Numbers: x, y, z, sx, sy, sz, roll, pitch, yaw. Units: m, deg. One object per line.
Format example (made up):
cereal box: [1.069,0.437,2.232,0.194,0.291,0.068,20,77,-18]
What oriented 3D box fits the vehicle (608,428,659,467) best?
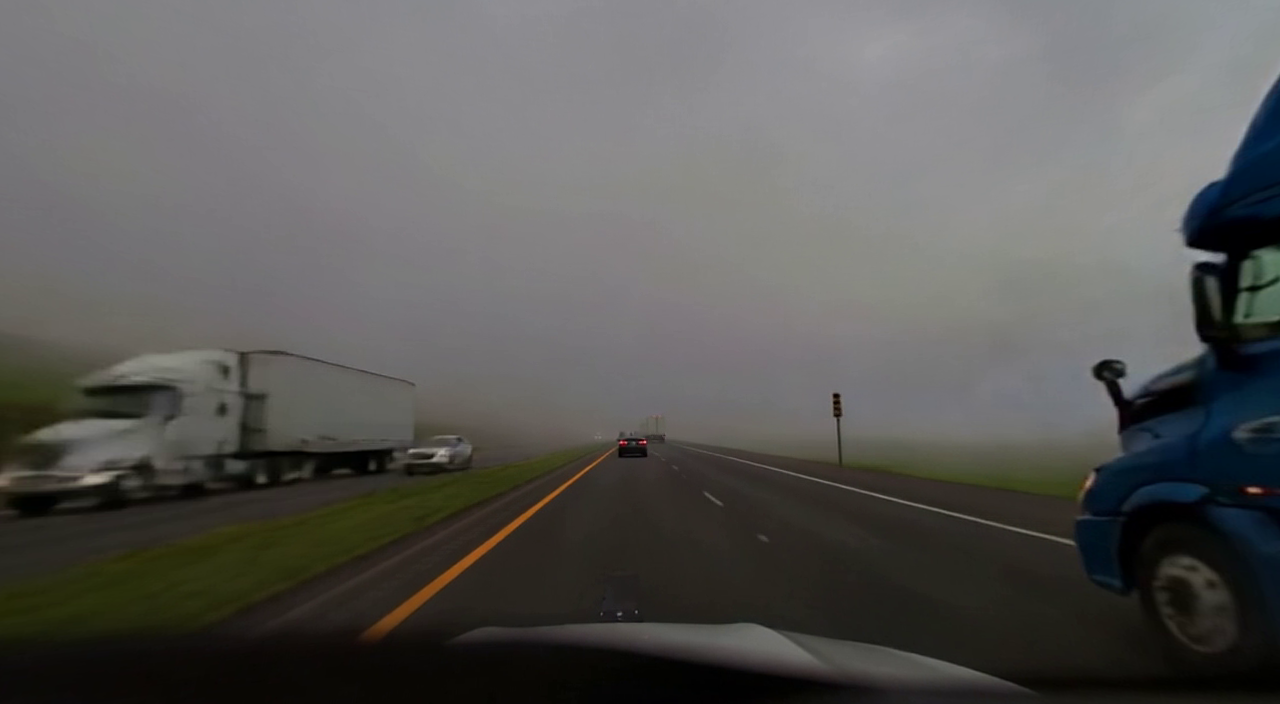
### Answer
vehicle: [-0.304,4.398,29.242,2.216,1.623,4.220,0,-8,-1]

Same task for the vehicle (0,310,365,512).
vehicle: [-11.887,1.832,17.712,3.270,3.993,10.585,0,-8,1]

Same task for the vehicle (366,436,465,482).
vehicle: [-7.951,3.787,22.759,1.944,1.497,4.424,0,-8,0]
